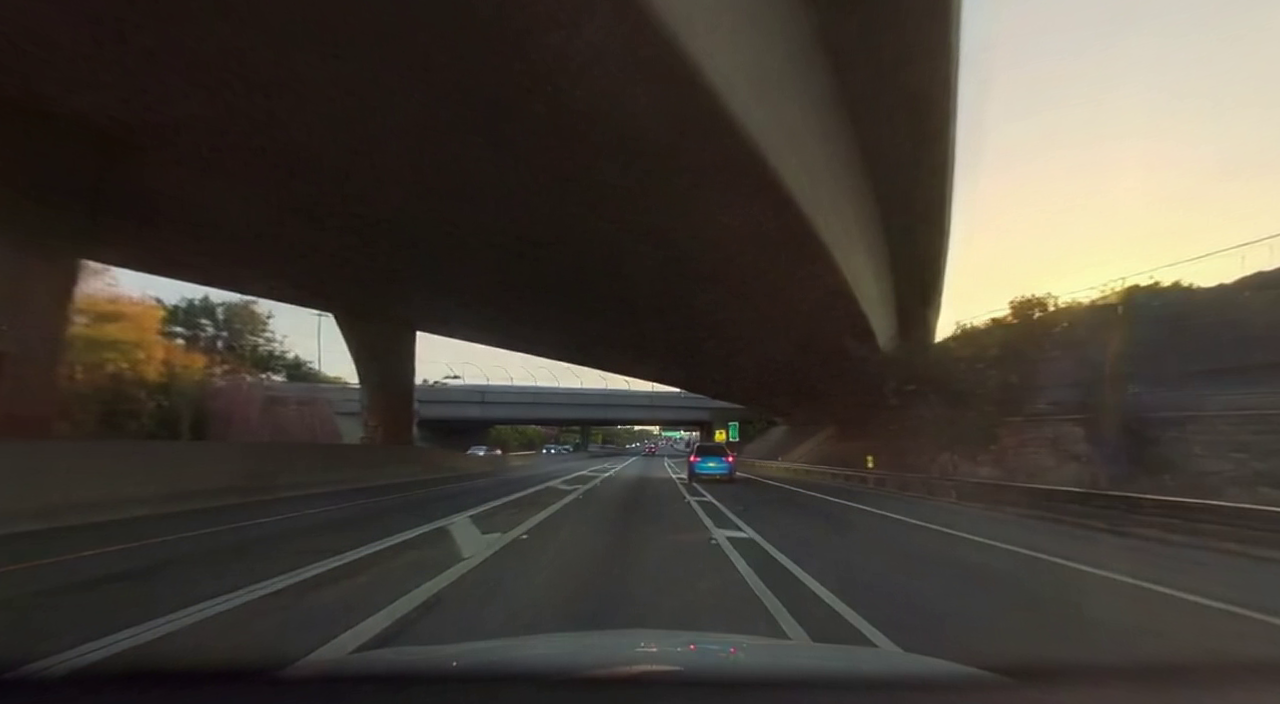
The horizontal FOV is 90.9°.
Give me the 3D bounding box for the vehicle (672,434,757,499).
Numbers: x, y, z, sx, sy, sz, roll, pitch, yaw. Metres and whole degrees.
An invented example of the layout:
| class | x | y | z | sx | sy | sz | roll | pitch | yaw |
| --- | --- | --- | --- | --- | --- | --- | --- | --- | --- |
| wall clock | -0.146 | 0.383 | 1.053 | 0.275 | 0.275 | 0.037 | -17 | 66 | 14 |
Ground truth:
| class | x | y | z | sx | sy | sz | roll | pitch | yaw |
| --- | --- | --- | --- | --- | --- | --- | --- | --- | --- |
| vehicle | 2.089 | 3.395 | 19.060 | 2.143 | 1.693 | 4.513 | -1 | -8 | 2 |
